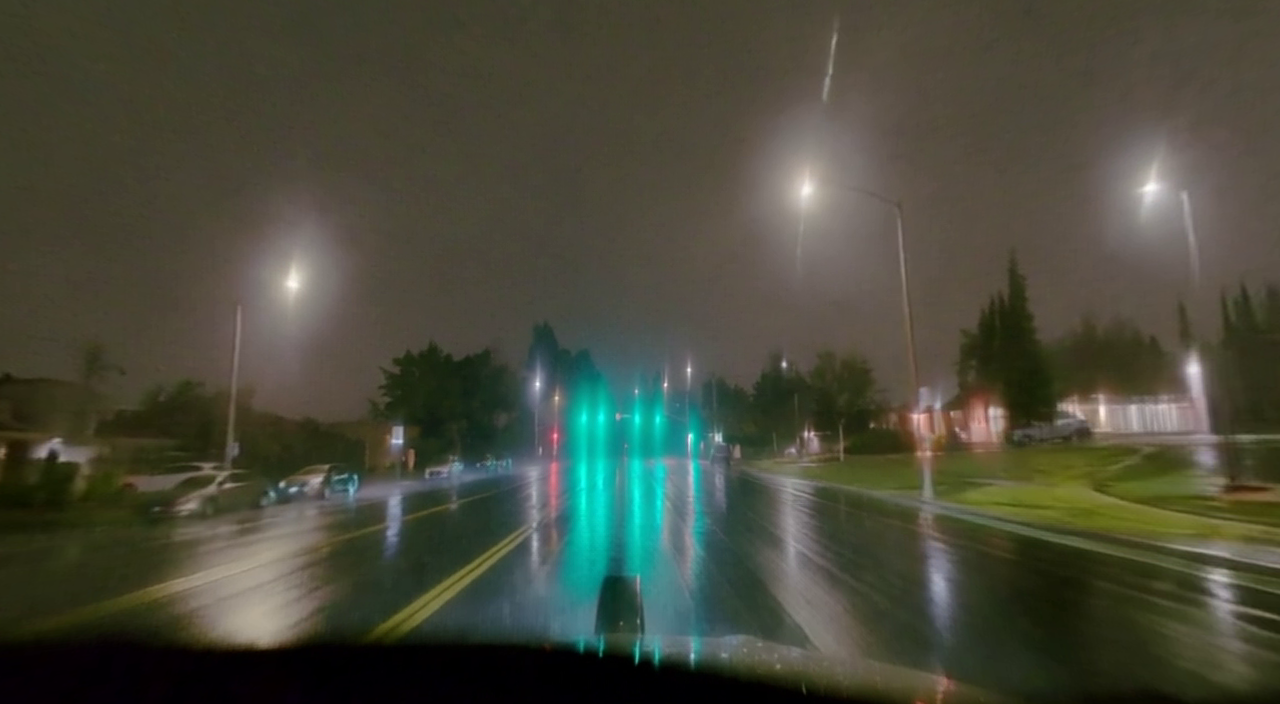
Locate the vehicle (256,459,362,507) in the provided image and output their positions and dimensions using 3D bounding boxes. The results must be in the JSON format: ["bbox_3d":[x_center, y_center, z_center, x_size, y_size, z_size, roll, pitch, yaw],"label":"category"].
[{"bbox_3d":[-12.738,5.026,24.659,1.909,1.477,4.345,-4,-8,-1],"label":"vehicle"}]

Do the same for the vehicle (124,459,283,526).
[{"bbox_3d":[-12.679,4.057,18.747,1.828,1.510,4.149,-5,-9,0],"label":"vehicle"}]

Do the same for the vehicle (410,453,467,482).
[{"bbox_3d":[-12.644,7.265,40.041,2.078,1.618,4.650,0,-9,0],"label":"vehicle"}]

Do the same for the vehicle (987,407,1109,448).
[{"bbox_3d":[17.440,3.305,27.141,1.726,1.620,3.938,6,-11,-37],"label":"vehicle"}]

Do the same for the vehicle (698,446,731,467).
[{"bbox_3d":[5.741,8.126,49.266,1.875,1.466,4.355,0,-9,-2],"label":"vehicle"}]
